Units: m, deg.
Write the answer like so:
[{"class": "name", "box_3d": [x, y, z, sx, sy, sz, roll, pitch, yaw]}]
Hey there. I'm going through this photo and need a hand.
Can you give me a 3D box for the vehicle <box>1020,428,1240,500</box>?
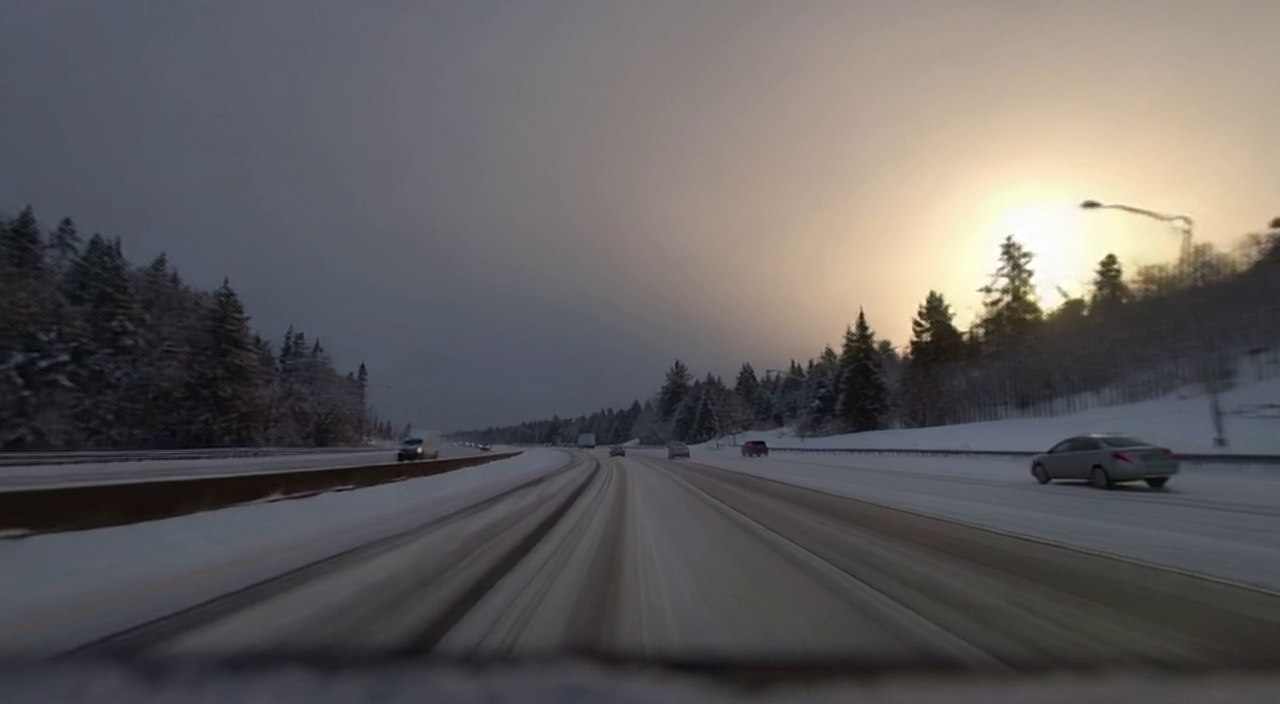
[{"class": "vehicle", "box_3d": [14.048, 3.250, 18.673, 2.107, 1.803, 5.385, 0, -9, -1]}]
